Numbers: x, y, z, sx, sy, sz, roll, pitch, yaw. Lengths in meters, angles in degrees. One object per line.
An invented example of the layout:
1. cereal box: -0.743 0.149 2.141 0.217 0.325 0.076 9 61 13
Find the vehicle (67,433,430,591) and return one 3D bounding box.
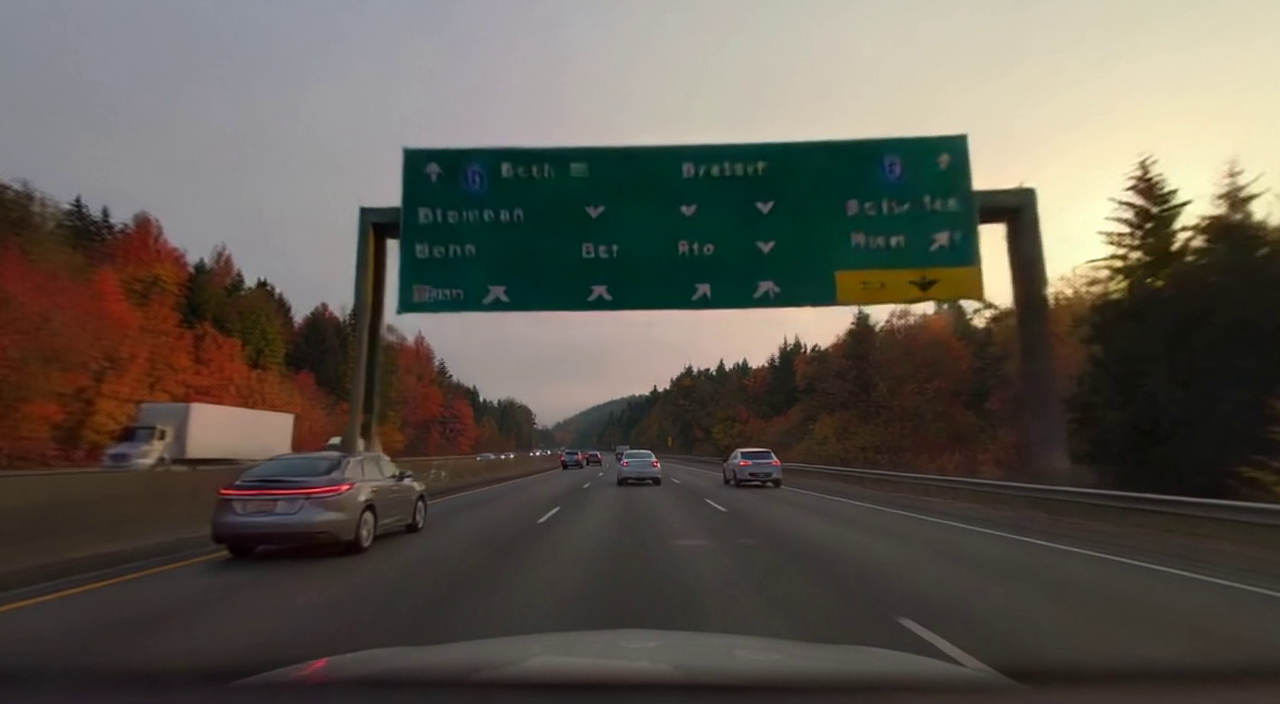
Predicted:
1. vehicle: -4.416 1.839 8.062 2.017 1.469 4.113 0 -9 -1

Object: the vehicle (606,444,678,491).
1. vehicle: 0.034 4.569 25.126 2.634 1.679 4.070 0 -9 -1

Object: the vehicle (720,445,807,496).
1. vehicle: 4.120 4.033 21.757 2.035 1.571 4.413 0 -9 -1

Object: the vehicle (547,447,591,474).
1. vehicle: -4.746 7.387 42.819 2.545 1.679 4.267 0 -9 -1
